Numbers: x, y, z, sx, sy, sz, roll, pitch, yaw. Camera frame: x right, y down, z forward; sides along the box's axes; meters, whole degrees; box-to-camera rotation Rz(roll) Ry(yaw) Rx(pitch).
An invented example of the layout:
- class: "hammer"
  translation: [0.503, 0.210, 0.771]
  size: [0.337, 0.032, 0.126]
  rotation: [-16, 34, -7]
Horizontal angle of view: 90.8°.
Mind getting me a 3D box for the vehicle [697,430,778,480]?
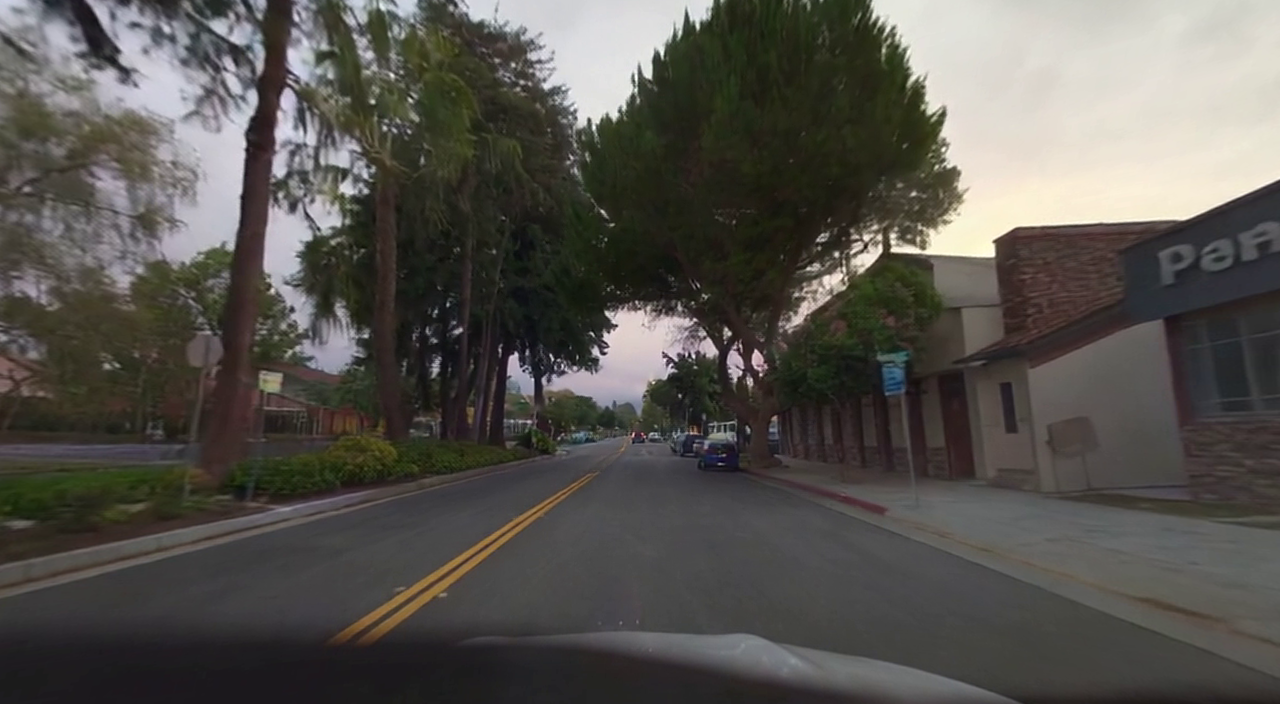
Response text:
- class: "vehicle"
  translation: [3.180, 3.485, 21.537]
  size: [2.152, 1.527, 4.010]
  rotation: [0, -8, 0]
